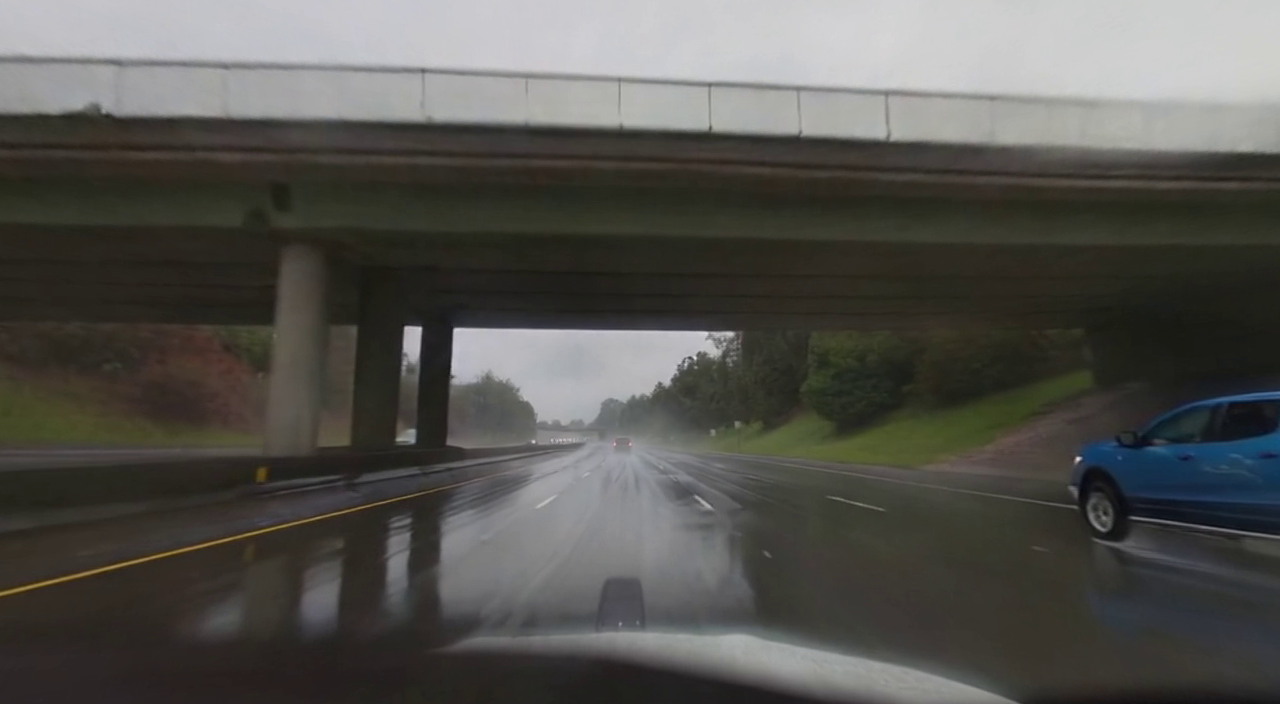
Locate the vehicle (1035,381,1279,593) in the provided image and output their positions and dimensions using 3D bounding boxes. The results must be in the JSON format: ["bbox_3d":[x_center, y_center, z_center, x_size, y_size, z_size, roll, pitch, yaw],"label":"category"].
[{"bbox_3d":[6.760,1.196,5.653,2.395,1.819,6.086,0,-9,-1],"label":"vehicle"}]
